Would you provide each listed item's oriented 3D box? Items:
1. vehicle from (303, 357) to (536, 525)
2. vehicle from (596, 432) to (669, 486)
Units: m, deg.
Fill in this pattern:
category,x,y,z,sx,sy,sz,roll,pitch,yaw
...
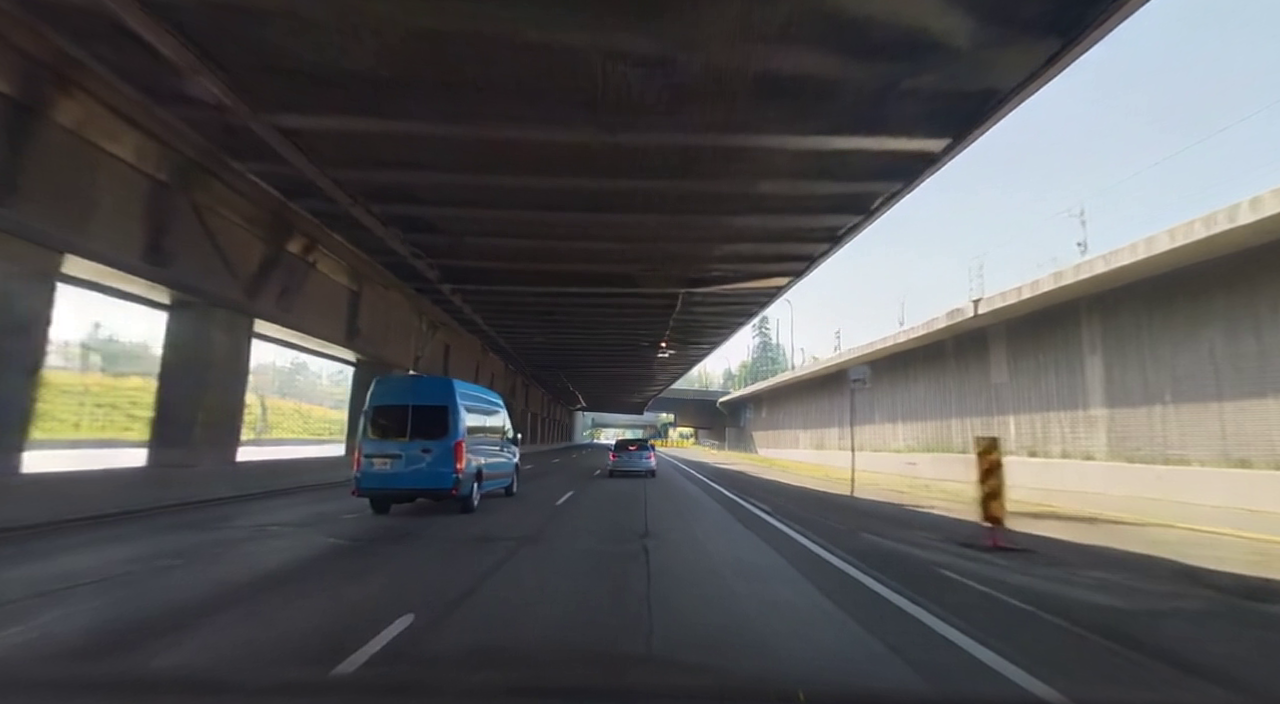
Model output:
category,x,y,z,sx,sy,sz,roll,pitch,yaw
vehicle,-3.683,1.661,11.940,2.404,2.459,5.229,0,-8,1
vehicle,-0.214,3.391,20.363,2.095,1.553,4.069,0,-8,0
